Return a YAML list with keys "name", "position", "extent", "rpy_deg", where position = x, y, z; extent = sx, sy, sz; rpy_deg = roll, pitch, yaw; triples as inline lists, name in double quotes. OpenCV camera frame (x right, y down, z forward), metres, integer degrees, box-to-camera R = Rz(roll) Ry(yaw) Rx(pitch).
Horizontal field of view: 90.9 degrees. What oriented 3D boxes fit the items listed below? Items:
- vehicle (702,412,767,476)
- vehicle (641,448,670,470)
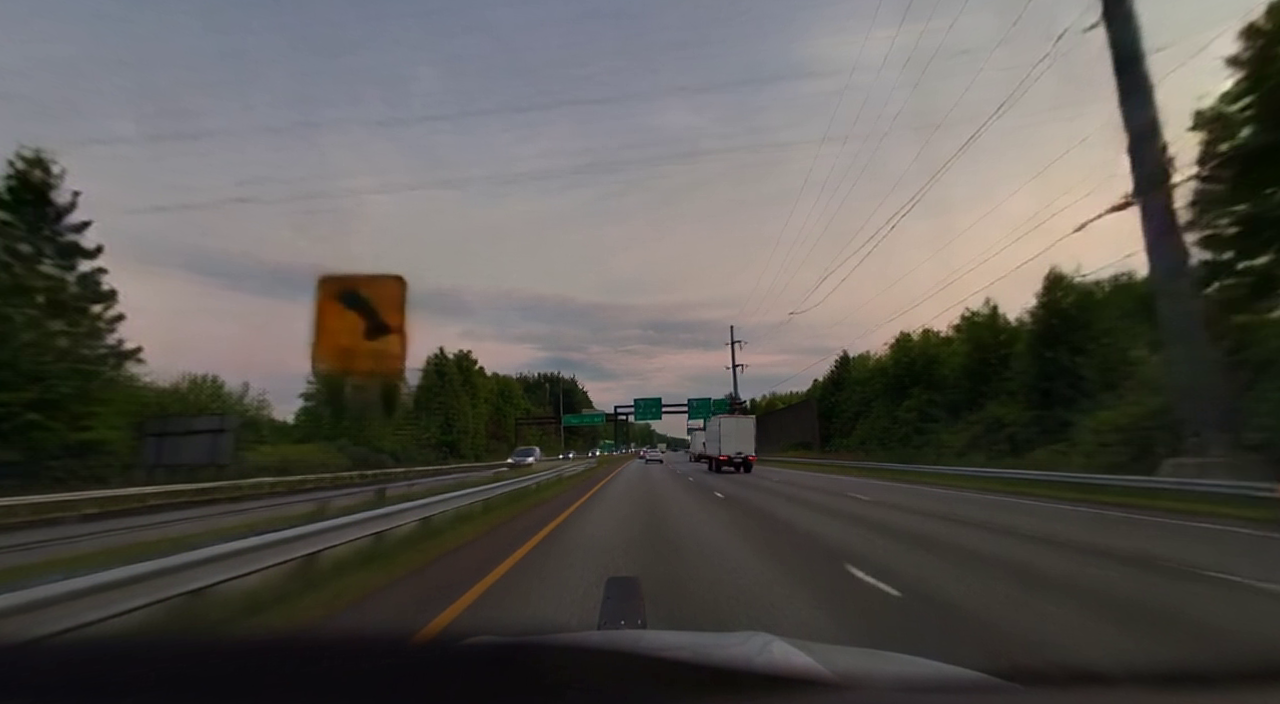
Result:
- name: "vehicle"
  position: [5.319, 5.393, 36.880]
  extent: [2.743, 3.367, 7.306]
  rpy_deg: [0, -9, 1]
- name: "vehicle"
  position: [1.114, 7.915, 46.804]
  extent: [2.049, 1.500, 3.790]
  rpy_deg: [0, -9, 1]
